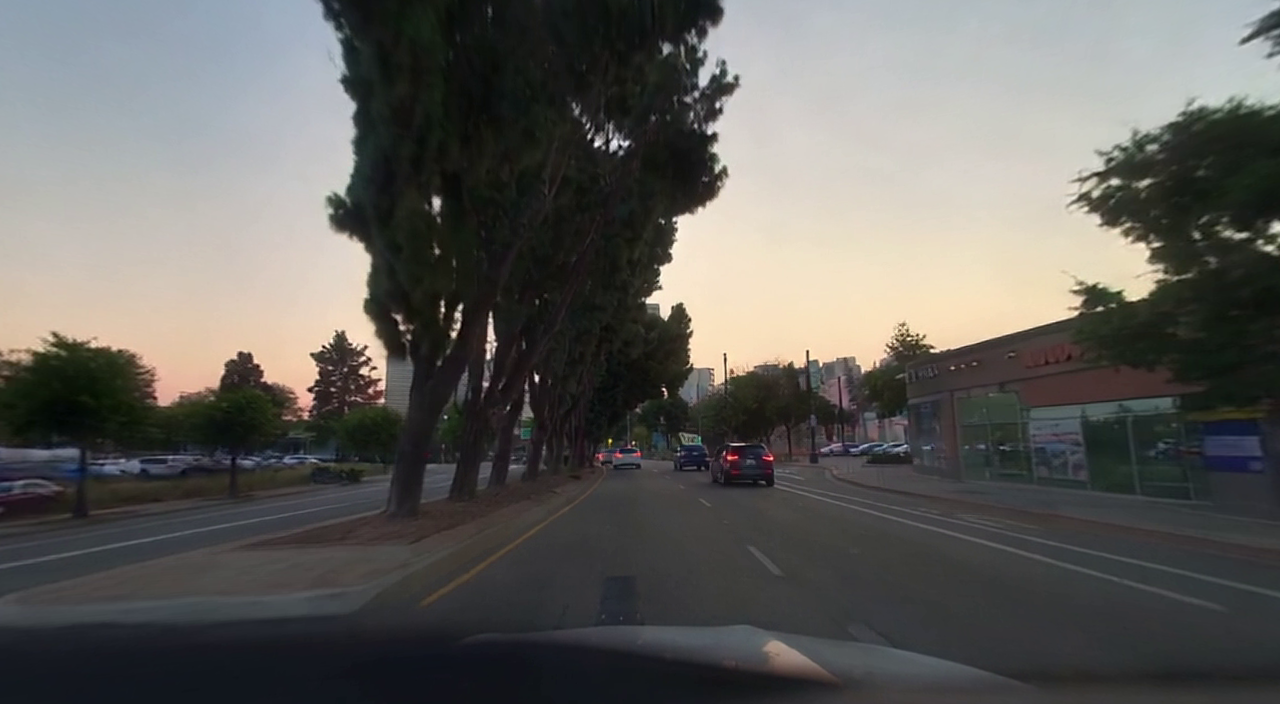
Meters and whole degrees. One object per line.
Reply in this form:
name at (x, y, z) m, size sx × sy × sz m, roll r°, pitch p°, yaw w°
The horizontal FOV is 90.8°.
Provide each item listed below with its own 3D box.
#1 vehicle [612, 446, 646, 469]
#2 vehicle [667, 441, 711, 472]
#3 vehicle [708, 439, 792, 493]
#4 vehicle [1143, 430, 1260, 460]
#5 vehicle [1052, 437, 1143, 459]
vehicle at (-0.806, 7.185, 43.250) m, size 2.068 × 1.512 × 3.987 m, roll 0°, pitch -8°, yaw -4°
vehicle at (2.885, 6.303, 38.327) m, size 2.046 × 1.768 × 4.370 m, roll 0°, pitch -9°, yaw -4°
vehicle at (3.563, 3.756, 21.196) m, size 1.966 × 1.596 × 3.980 m, roll 0°, pitch -8°, yaw -2°
vehicle at (32.978, 5.467, 37.224) m, size 4.894 × 1.710 × 2.075 m, roll 0°, pitch -8°, yaw -1°
vehicle at (32.648, 6.860, 45.155) m, size 4.860 × 1.461 × 2.041 m, roll 0°, pitch -9°, yaw 0°
